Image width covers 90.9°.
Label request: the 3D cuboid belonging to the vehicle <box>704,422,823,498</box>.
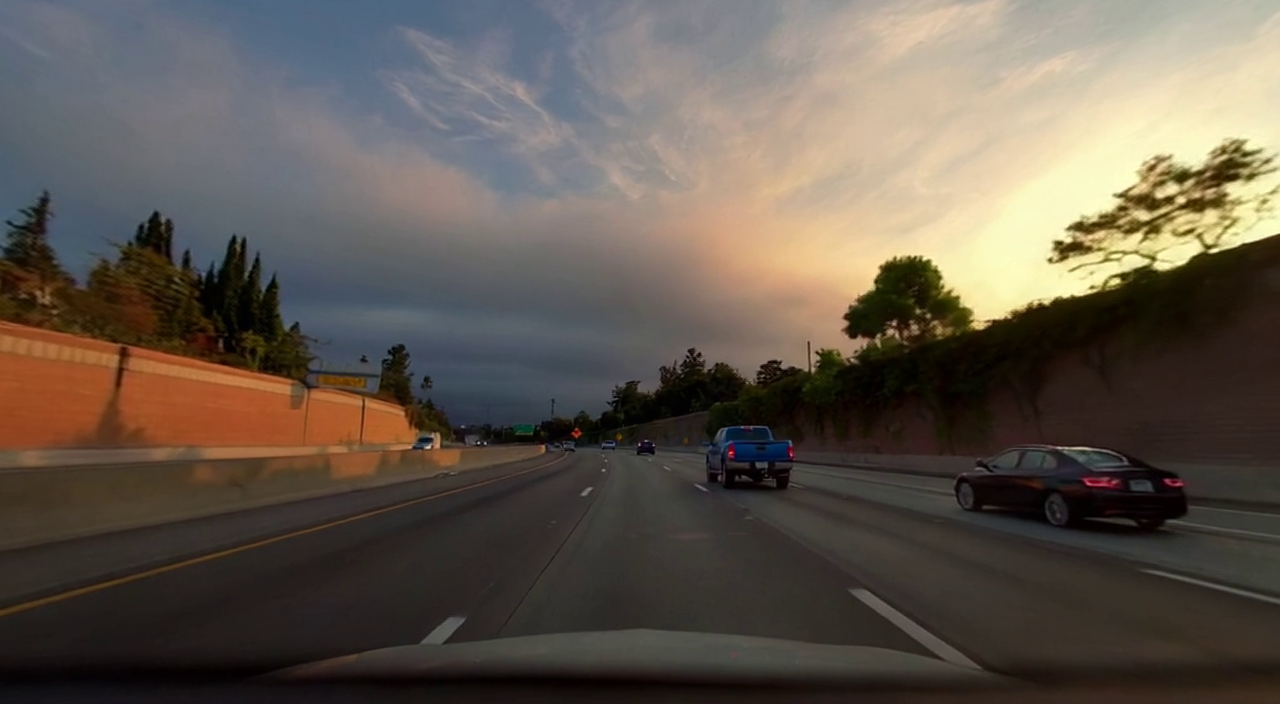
[{"bbox_3d":[3.526,3.235,19.310,2.374,1.952,5.431,0,-8,-2],"label":"vehicle"}]

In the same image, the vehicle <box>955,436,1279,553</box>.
[{"bbox_3d":[7.599,2.195,10.635,1.976,1.485,4.925,0,-8,-1],"label":"vehicle"}]
